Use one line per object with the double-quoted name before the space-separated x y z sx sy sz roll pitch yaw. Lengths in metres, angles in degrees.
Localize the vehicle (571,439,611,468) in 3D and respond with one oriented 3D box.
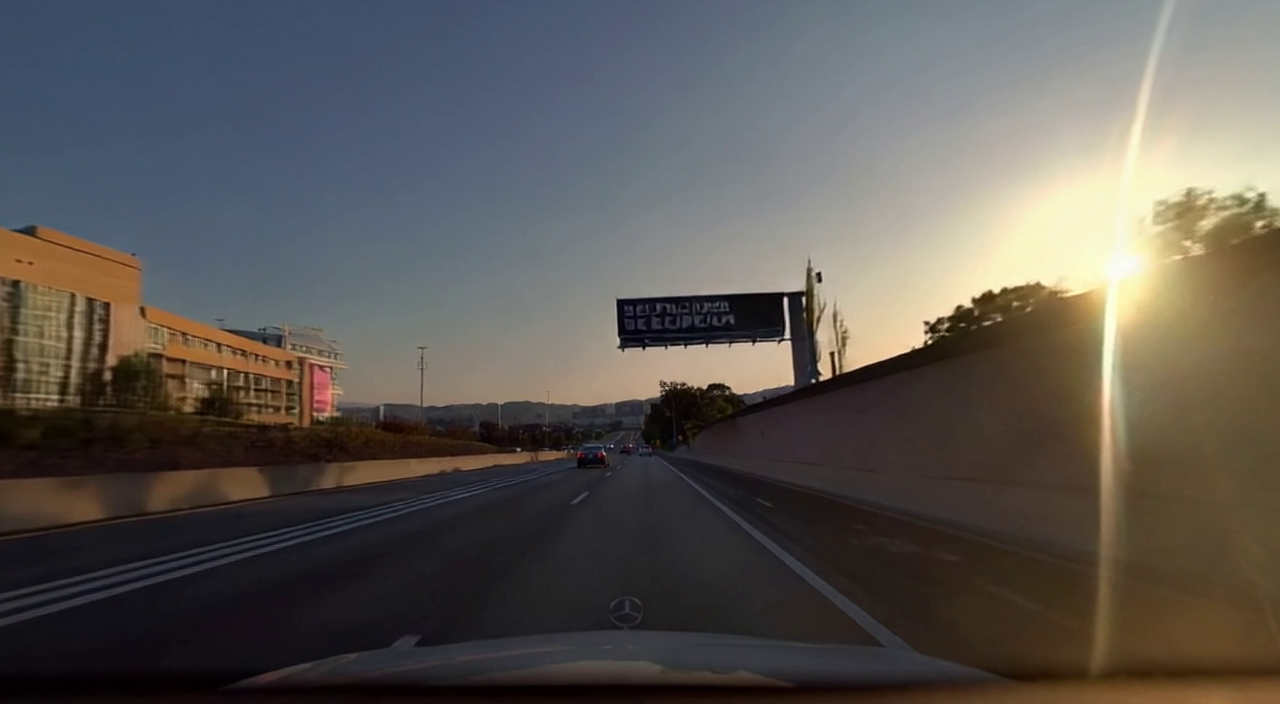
"vehicle" -3.242 6.871 42.838 2.159 1.793 5.027 -1 -9 1
